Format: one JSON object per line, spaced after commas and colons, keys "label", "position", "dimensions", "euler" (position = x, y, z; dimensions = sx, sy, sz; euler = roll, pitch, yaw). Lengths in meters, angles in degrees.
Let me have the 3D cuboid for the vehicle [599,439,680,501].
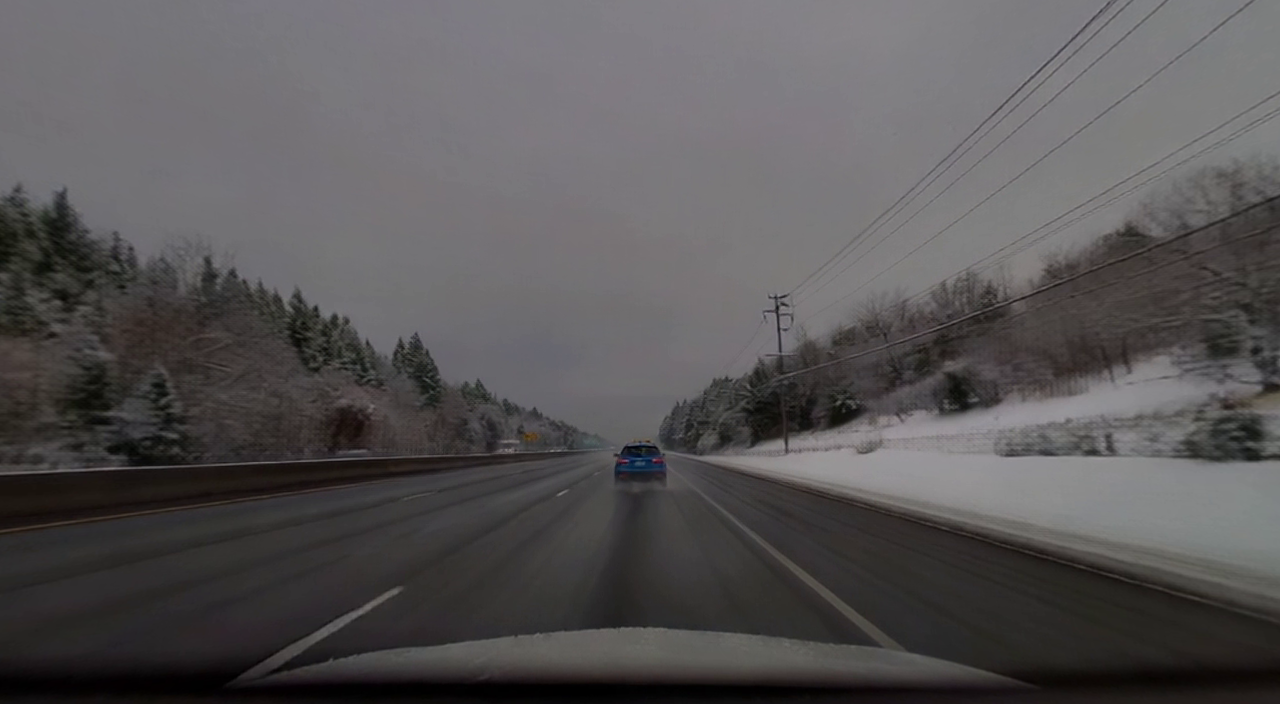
{"label": "vehicle", "position": [-0.048, 3.201, 17.491], "dimensions": [1.966, 1.499, 4.298], "euler": [0, -9, -1]}
